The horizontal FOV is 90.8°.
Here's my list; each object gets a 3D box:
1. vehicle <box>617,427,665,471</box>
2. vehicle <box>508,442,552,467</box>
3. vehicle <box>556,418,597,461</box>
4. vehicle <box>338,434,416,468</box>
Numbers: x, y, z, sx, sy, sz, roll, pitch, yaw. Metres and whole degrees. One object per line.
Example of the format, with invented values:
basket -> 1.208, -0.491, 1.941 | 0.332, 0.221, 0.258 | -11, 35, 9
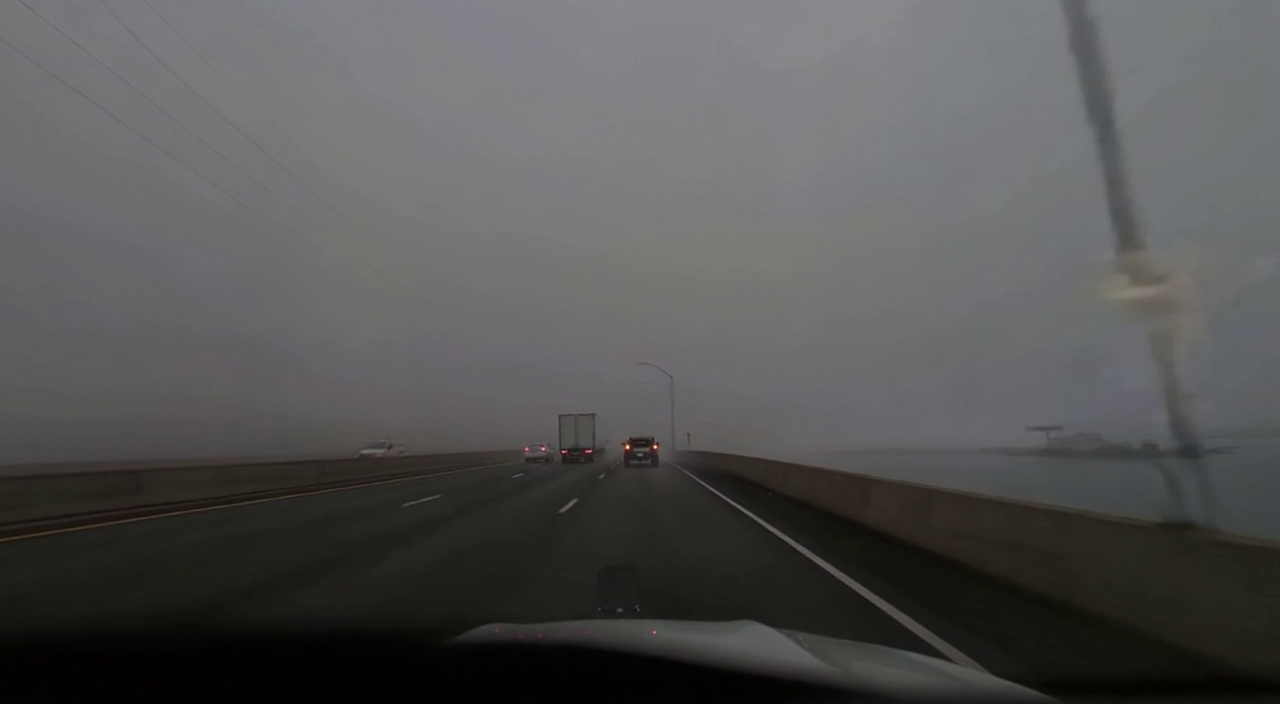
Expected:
vehicle -> 0.083, 5.145, 33.514 | 2.358, 2.144, 4.713 | 0, -8, 0
vehicle -> -7.119, 6.687, 41.305 | 2.004, 1.545, 4.513 | 0, -8, 1
vehicle -> -3.795, 5.265, 38.007 | 2.178, 2.522, 2.054 | 0, -8, 1
vehicle -> -16.338, 6.192, 39.628 | 2.457, 1.972, 5.755 | 0, -8, 0
